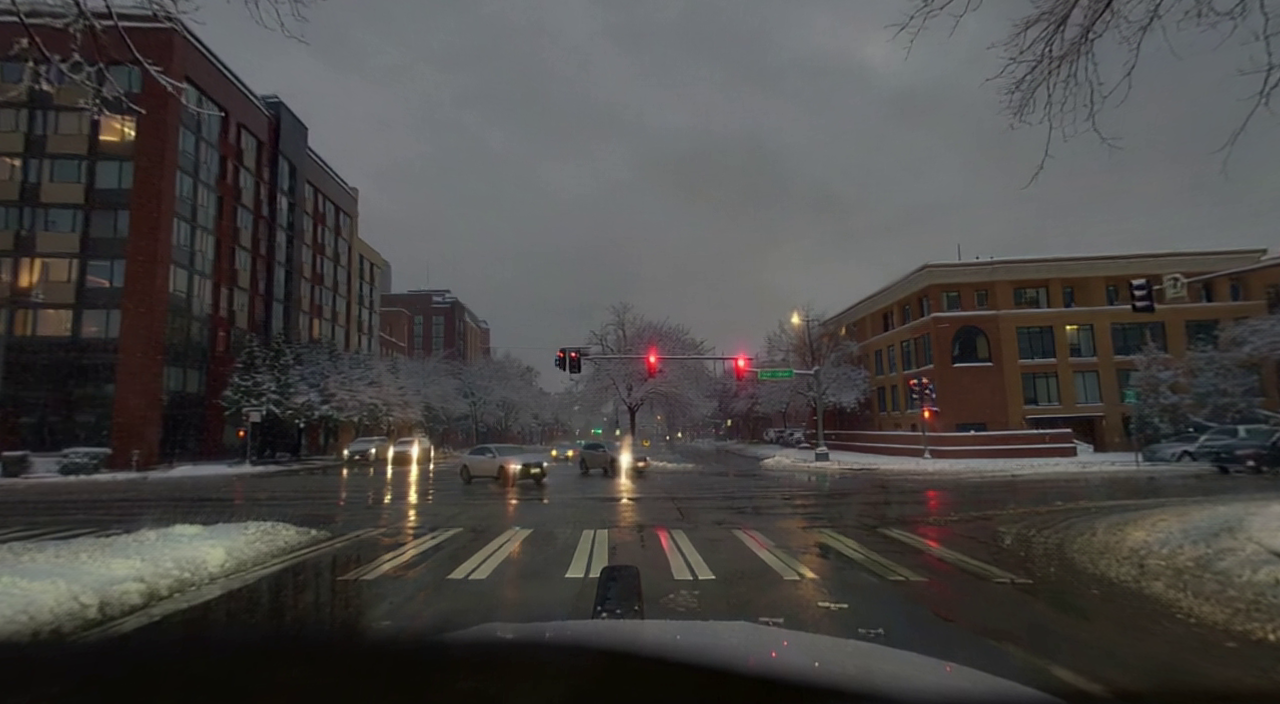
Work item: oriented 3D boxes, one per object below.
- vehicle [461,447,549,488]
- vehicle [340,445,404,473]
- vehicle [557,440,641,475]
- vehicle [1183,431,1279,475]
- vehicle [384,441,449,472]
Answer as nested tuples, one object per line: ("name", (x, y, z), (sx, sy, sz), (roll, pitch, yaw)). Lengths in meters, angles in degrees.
("vehicle", (-4.911, 4.082, 22.611), (1.910, 1.288, 4.093), (5, -10, -29))
("vehicle", (-18.558, 7.408, 44.080), (2.237, 1.842, 5.116), (0, -9, 0))
("vehicle", (-1.998, 4.852, 29.171), (2.109, 1.461, 4.637), (4, -10, -28))
("vehicle", (22.324, 3.559, 22.367), (4.474, 1.477, 1.908), (0, -9, -3))
("vehicle", (-15.136, 7.121, 43.243), (2.340, 1.946, 5.450), (-1, -9, 1))
